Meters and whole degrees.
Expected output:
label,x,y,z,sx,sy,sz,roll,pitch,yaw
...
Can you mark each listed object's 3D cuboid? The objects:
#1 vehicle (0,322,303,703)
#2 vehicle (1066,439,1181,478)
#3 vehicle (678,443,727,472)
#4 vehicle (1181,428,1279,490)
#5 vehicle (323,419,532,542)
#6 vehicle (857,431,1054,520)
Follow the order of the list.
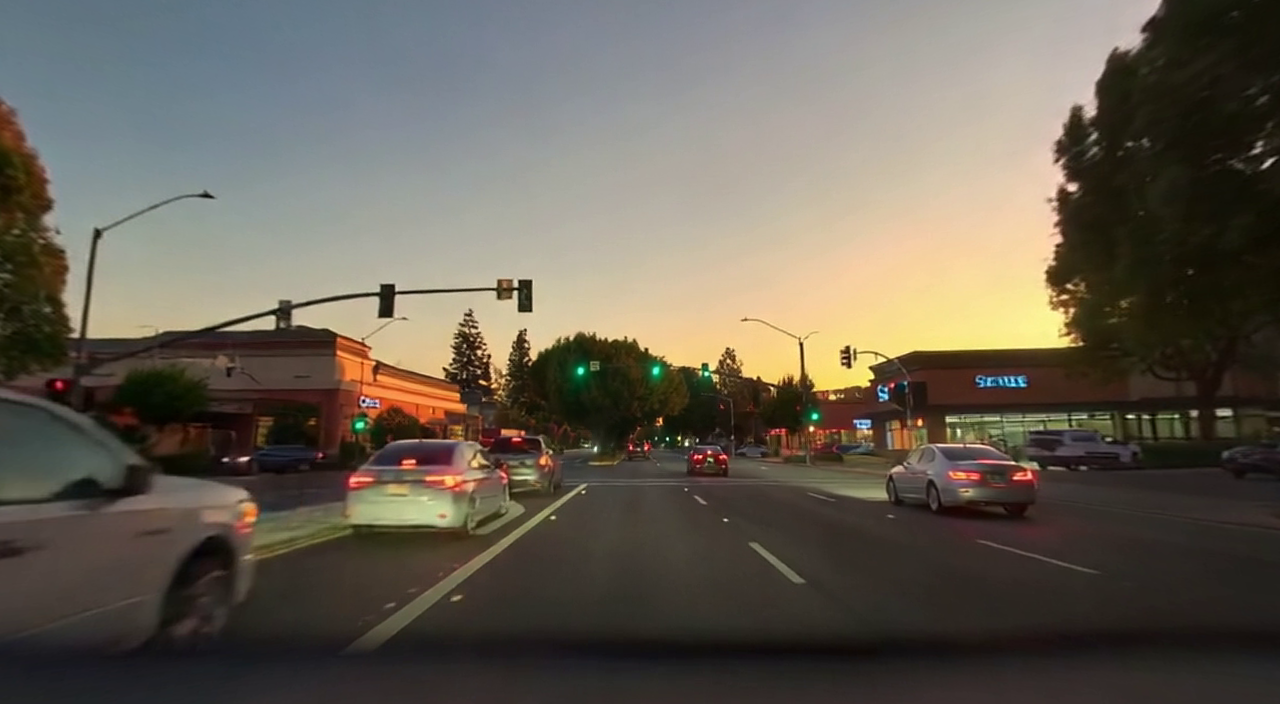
label,x,y,z,sx,sy,sz,roll,pitch,yaw
vehicle,-3.579,0.777,2.298,2.189,1.808,4.563,0,-8,0
vehicle,19.937,4.348,26.022,4.361,1.469,2.113,5,-10,-29
vehicle,3.319,5.705,34.466,2.099,1.463,4.365,0,-8,-1
vehicle,19.372,3.263,19.618,4.688,1.713,2.308,5,-10,-30
vehicle,-3.380,2.137,11.171,2.118,1.721,4.464,0,-8,0
vehicle,6.744,2.667,14.252,2.002,1.651,4.647,0,-8,-1
